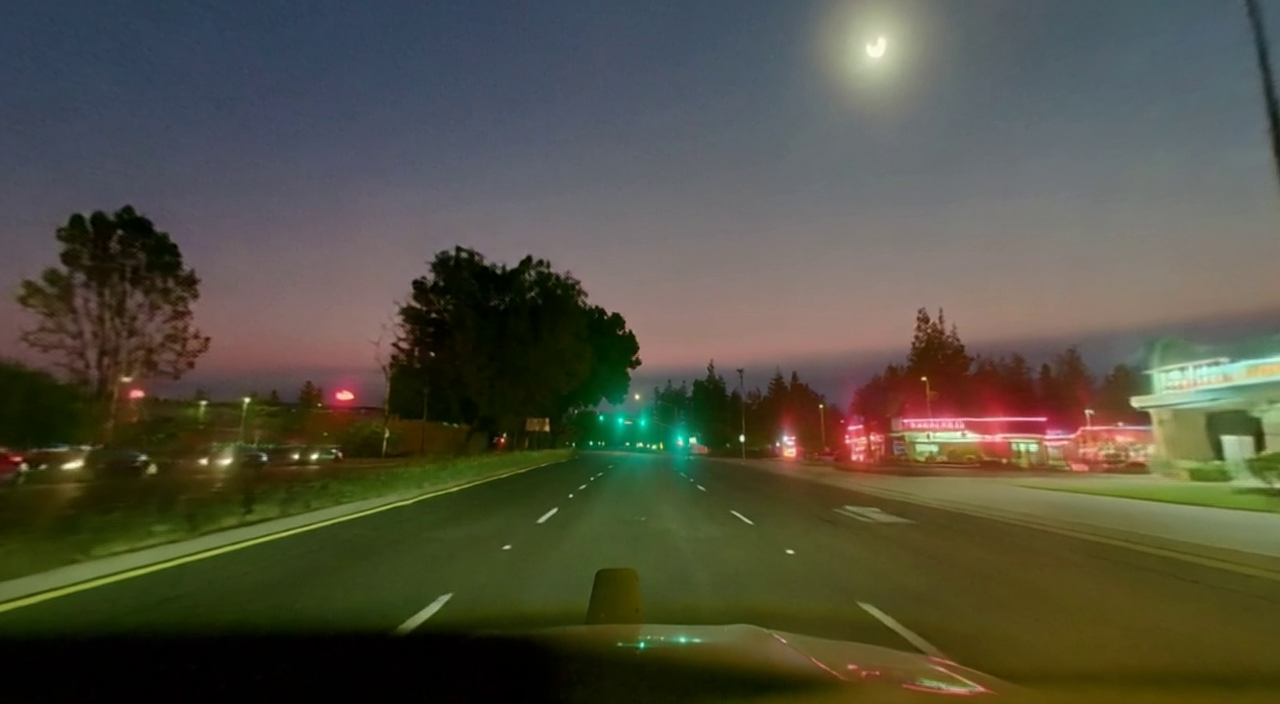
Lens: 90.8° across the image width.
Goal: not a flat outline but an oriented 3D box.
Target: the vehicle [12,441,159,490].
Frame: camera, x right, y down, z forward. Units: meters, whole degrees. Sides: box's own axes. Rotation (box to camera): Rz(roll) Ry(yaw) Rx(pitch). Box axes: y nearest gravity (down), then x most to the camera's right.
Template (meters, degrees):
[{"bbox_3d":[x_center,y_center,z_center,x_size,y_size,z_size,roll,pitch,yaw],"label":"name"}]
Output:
[{"bbox_3d":[-22.522,4.632,25.942,1.902,1.609,4.689,-6,-9,-1],"label":"vehicle"}]

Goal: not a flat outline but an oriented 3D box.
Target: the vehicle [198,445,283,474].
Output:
[{"bbox_3d":[-22.513,6.061,35.809,1.771,1.524,4.592,-1,-8,1],"label":"vehicle"}]
